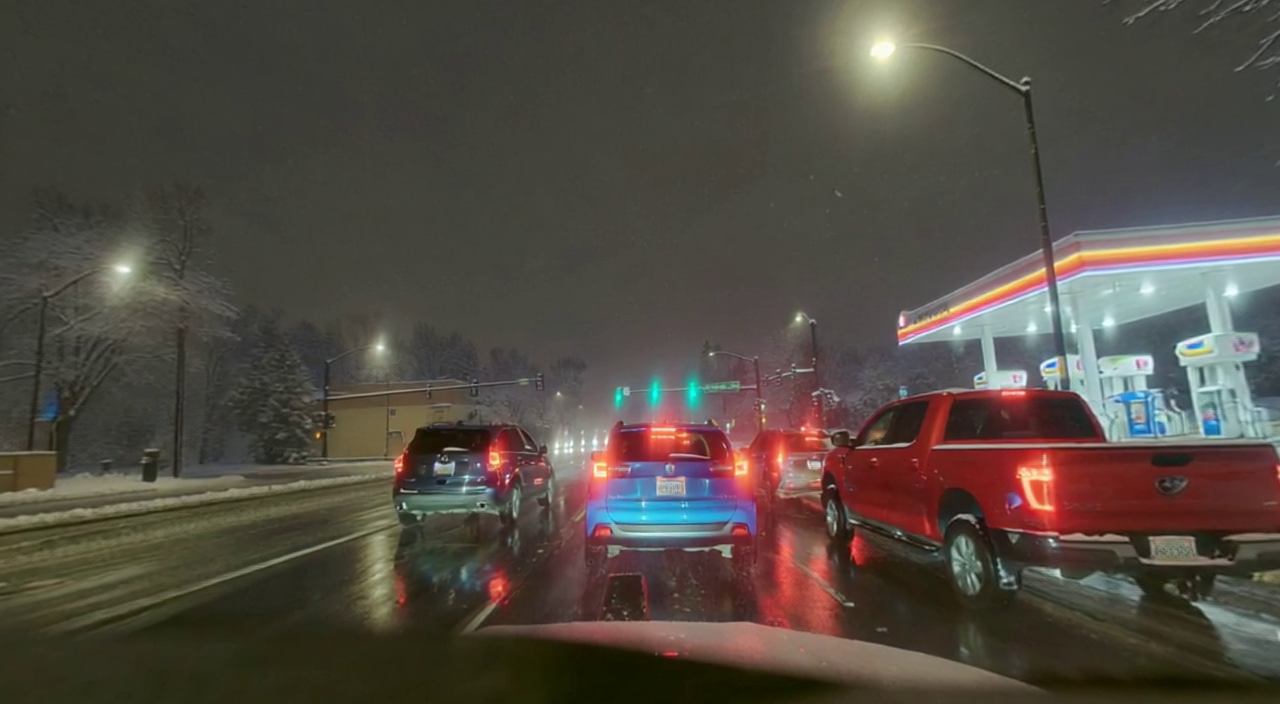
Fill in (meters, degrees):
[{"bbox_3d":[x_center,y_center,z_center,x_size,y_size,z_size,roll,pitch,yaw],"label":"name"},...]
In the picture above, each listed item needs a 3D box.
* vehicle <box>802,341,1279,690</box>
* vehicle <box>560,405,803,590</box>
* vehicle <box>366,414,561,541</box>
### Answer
[{"bbox_3d":[3.405,1.257,6.119,2.161,1.868,5.321,0,-8,-1],"label":"vehicle"},{"bbox_3d":[0.358,1.611,7.781,2.181,1.650,4.083,0,-8,0],"label":"vehicle"},{"bbox_3d":[-2.713,2.055,10.907,2.019,1.731,4.299,0,-8,2],"label":"vehicle"}]
